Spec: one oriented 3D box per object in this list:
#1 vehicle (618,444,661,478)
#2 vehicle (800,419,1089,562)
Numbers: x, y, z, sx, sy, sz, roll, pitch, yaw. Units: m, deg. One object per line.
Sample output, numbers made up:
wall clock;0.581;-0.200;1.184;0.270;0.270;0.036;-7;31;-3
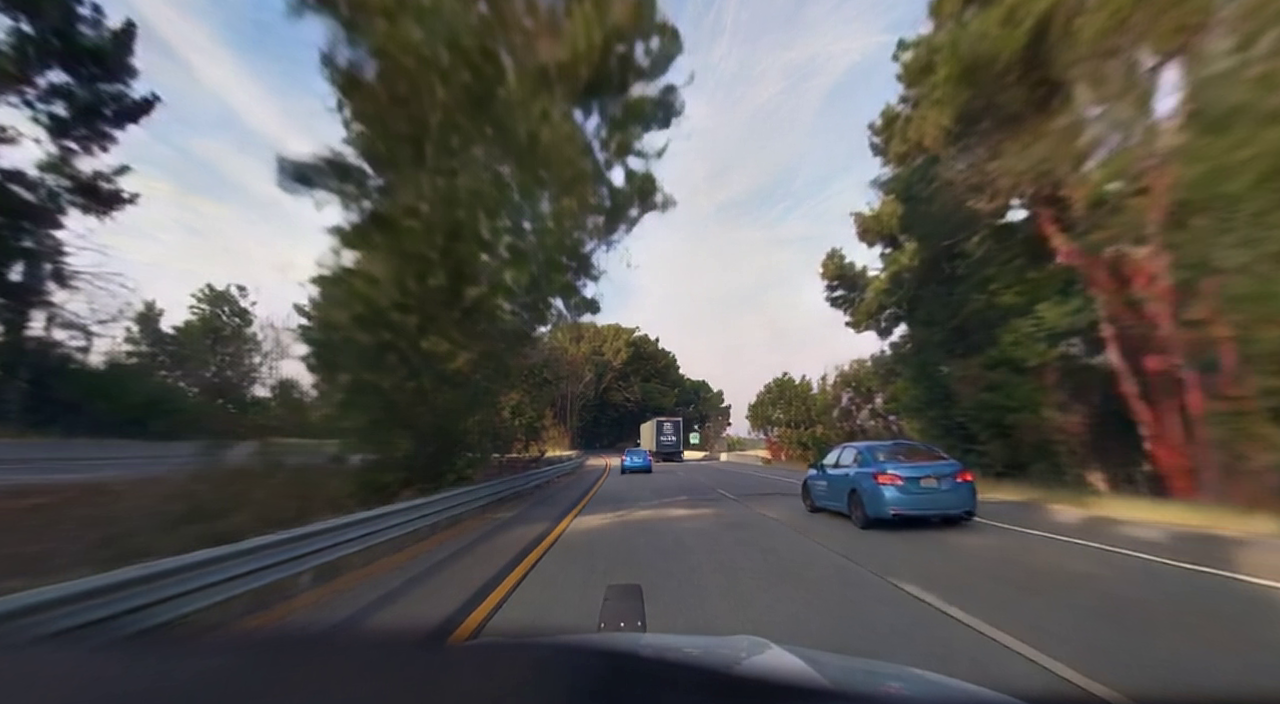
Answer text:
vehicle;-0.090;5.061;29.487;1.913;1.460;3.610;0;-9;-2
vehicle;4.026;1.916;9.461;1.977;1.599;4.605;0;-9;-1
